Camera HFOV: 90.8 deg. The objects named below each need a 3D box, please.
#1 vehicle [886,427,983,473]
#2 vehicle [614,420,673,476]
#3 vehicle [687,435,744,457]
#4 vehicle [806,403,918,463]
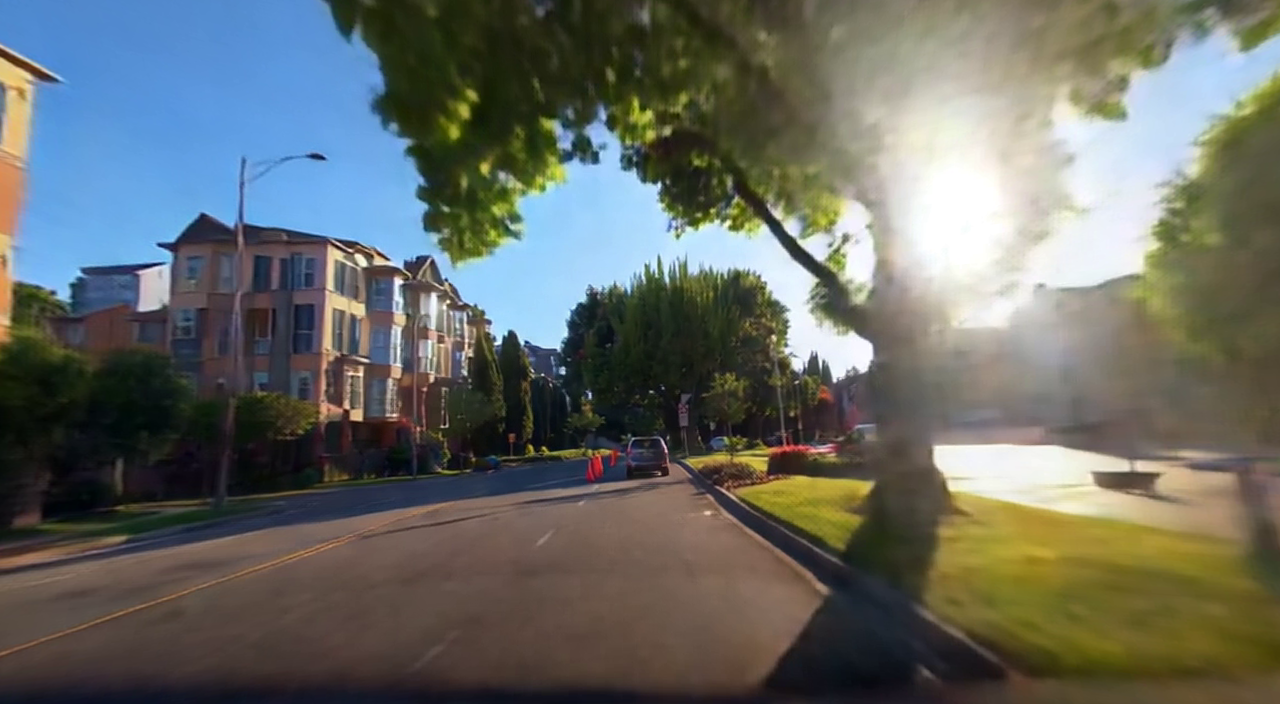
[{"bbox_3d":[10.695,3.595,23.156,1.698,1.548,2.969,2,-9,-12],"label":"vehicle"},{"bbox_3d":[0.023,3.910,25.702,2.169,2.015,5.206,0,-9,-2],"label":"vehicle"},{"bbox_3d":[5.692,7.091,47.537,3.835,1.584,1.893,4,-9,-27],"label":"vehicle"},{"bbox_3d":[9.590,3.739,28.166,2.253,2.306,6.753,-1,-10,-2],"label":"vehicle"}]
